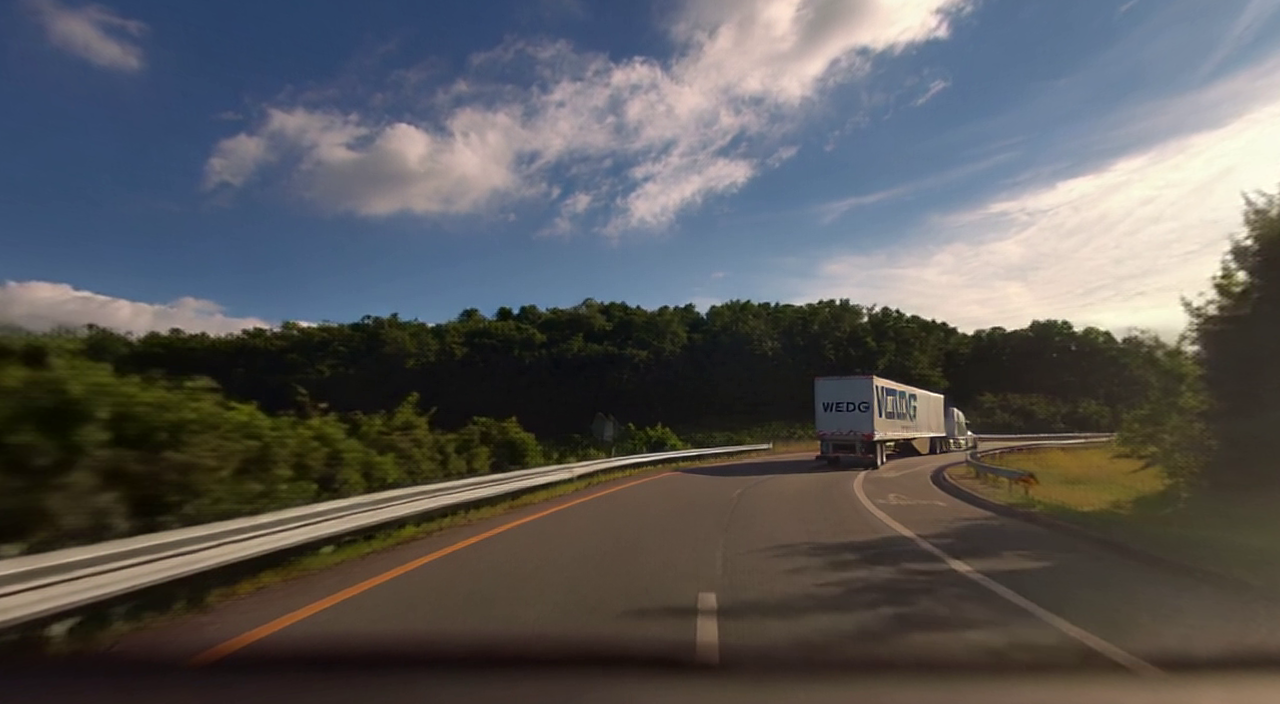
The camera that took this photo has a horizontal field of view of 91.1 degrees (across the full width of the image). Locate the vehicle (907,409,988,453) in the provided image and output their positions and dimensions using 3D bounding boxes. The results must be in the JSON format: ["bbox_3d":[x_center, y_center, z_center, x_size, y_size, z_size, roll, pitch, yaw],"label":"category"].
[{"bbox_3d":[19.067,4.908,38.775,6.650,2.524,2.120,7,-11,-43],"label":"vehicle"}]

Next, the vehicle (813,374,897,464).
[{"bbox_3d":[9.805,3.105,28.584,2.963,3.771,3.137,-4,-9,29],"label":"vehicle"}]
